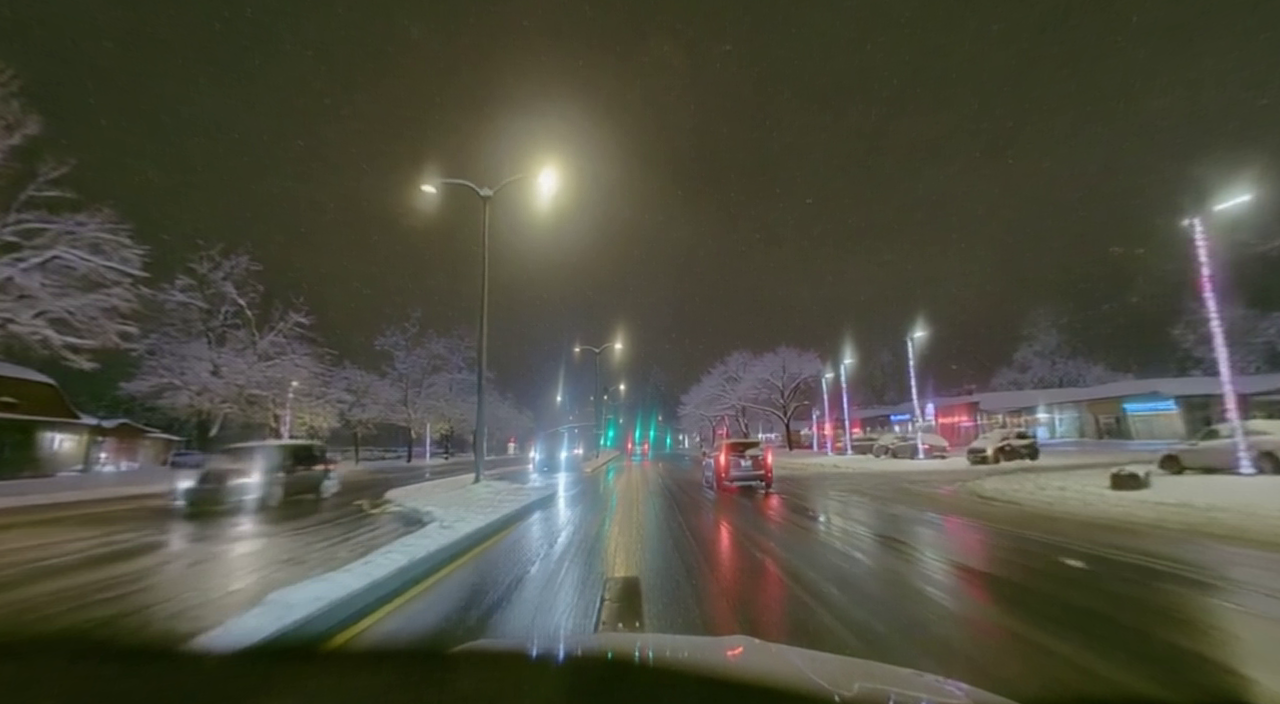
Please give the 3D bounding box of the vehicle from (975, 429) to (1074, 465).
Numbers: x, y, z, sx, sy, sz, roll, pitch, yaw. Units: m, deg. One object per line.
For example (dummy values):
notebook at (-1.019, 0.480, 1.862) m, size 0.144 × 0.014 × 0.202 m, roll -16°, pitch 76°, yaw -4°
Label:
vehicle at (18.806, 4.639, 30.868) m, size 4.524 × 1.653 × 2.109 m, roll 5°, pitch -10°, yaw -30°

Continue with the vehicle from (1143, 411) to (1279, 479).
vehicle at (17.033, 2.532, 17.187) m, size 2.280 × 1.699 × 5.098 m, roll 1°, pitch -9°, yaw -4°

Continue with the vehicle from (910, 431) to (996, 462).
vehicle at (18.090, 5.469, 36.551) m, size 4.446 × 1.692 × 2.184 m, roll 4°, pitch -10°, yaw -28°

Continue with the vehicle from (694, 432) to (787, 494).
vehicle at (2.916, 3.332, 19.330) m, size 1.963 × 1.677 × 4.229 m, roll 0°, pitch -9°, yaw -2°

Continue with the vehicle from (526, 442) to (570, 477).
vehicle at (-4.292, 5.028, 29.669) m, size 1.905 × 1.471 × 4.302 m, roll -1°, pitch -9°, yaw -8°

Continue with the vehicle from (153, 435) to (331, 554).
vehicle at (-6.902, 2.244, 10.770) m, size 2.053 × 1.555 × 4.296 m, roll 6°, pitch -11°, yaw -36°
